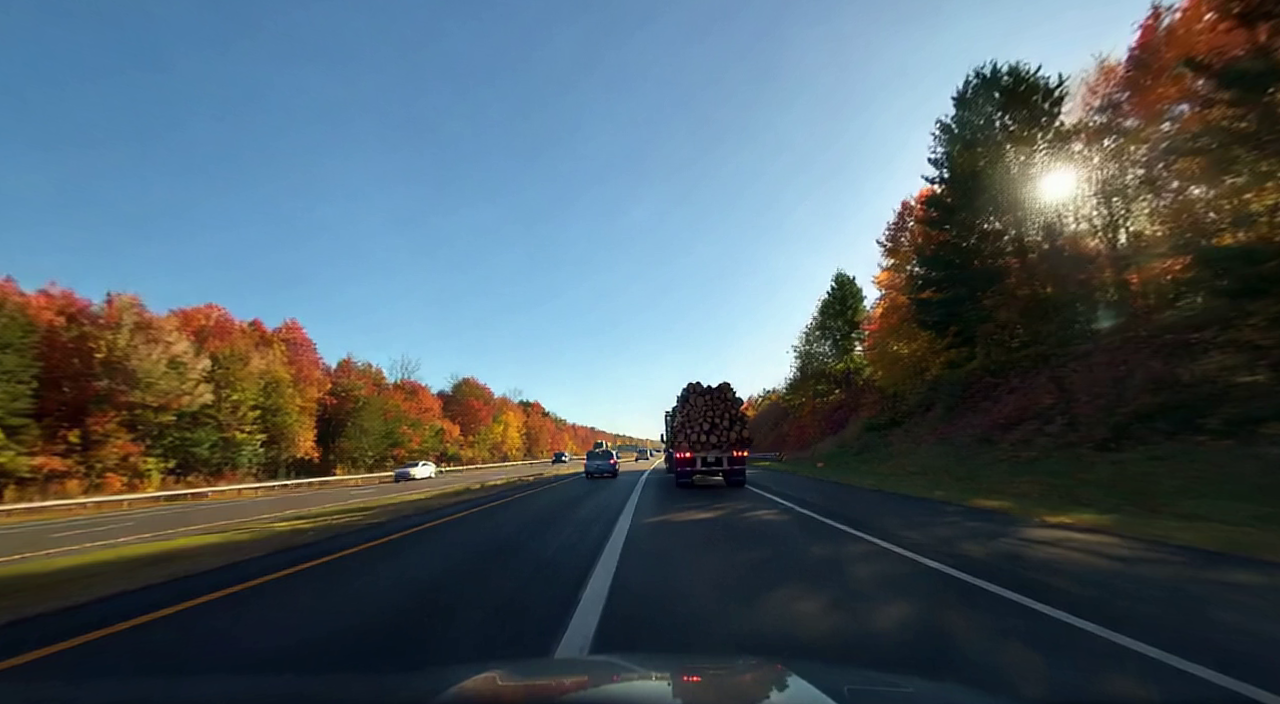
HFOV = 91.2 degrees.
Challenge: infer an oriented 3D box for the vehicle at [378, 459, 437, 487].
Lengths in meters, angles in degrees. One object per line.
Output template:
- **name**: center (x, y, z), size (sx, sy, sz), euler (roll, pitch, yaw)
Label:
- **vehicle**: center (-14.018, 7.334, 38.071), size (1.845, 1.502, 4.115), euler (-1, -9, 2)

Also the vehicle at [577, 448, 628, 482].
- **vehicle**: center (-1.746, 5.457, 30.554), size (2.099, 1.506, 4.097), euler (-1, -9, 2)

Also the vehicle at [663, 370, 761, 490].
- **vehicle**: center (2.501, 3.217, 24.918), size (3.004, 3.923, 8.363), euler (-1, -9, 1)
